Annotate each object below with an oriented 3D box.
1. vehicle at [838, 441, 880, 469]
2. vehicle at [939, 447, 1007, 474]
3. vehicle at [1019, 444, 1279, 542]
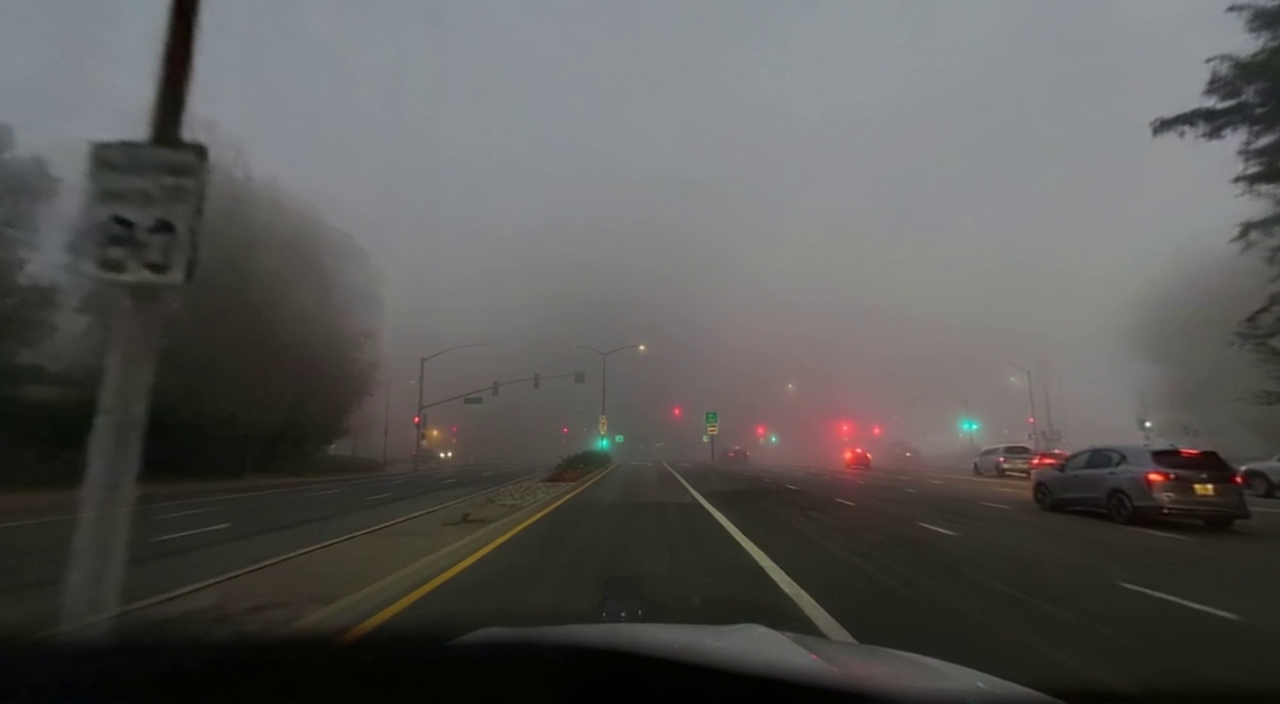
[{"bbox_3d":[15.012,7.046,43.494,1.951,1.843,4.335,-1,-8,9],"label":"vehicle"},{"bbox_3d":[20.587,6.695,39.302,1.896,1.524,4.562,0,-8,2],"label":"vehicle"},{"bbox_3d":[9.631,2.534,12.125,1.933,1.500,4.458,0,-8,0],"label":"vehicle"}]
